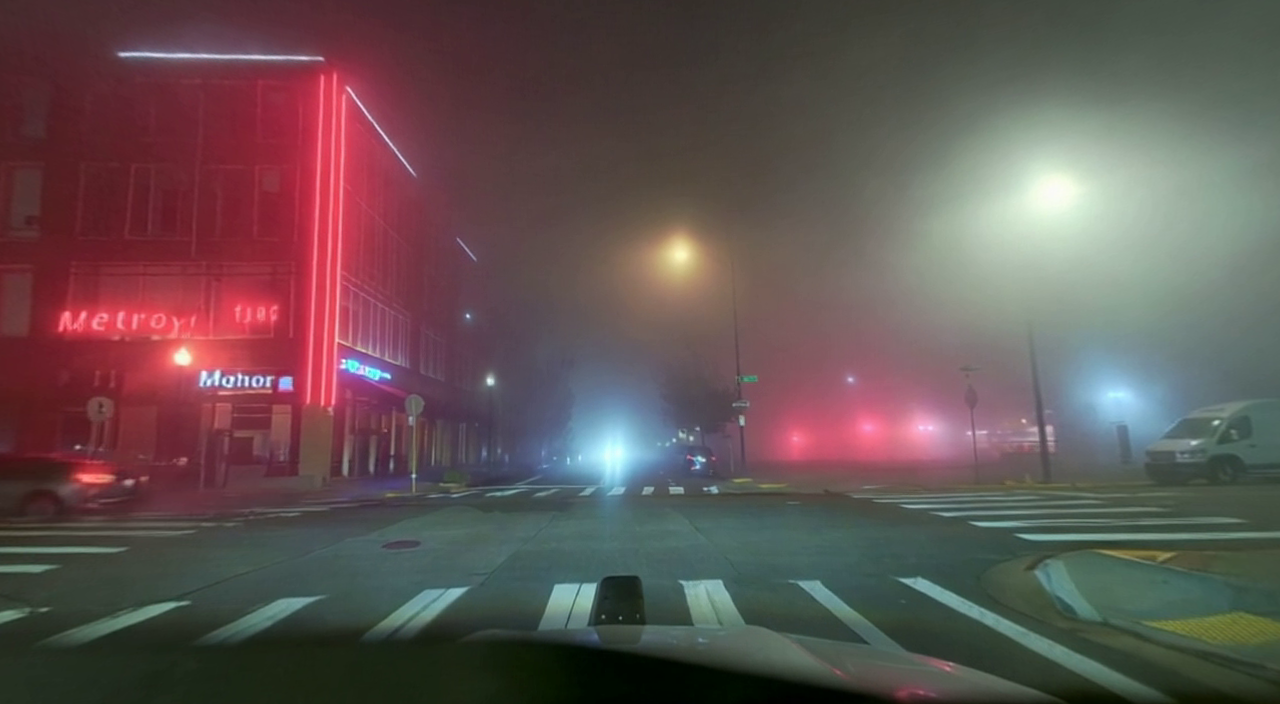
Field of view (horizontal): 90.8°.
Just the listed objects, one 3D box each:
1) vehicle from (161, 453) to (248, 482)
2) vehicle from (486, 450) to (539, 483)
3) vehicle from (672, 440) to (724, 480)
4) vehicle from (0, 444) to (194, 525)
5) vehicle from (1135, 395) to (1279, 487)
[{"bbox_3d":[-24.384,6.460,35.469,3.618,1.412,1.587,-1,-9,-7],"label":"vehicle"},{"bbox_3d":[-6.024,5.432,30.248,1.864,1.447,3.887,0,-9,-2],"label":"vehicle"},{"bbox_3d":[2.580,4.932,29.125,1.917,1.680,4.500,0,-9,0],"label":"vehicle"},{"bbox_3d":[-12.347,2.624,12.820,4.877,1.482,2.041,1,-9,-6],"label":"vehicle"},{"bbox_3d":[18.663,2.670,19.027,5.384,2.586,2.358,0,-9,0],"label":"vehicle"}]
